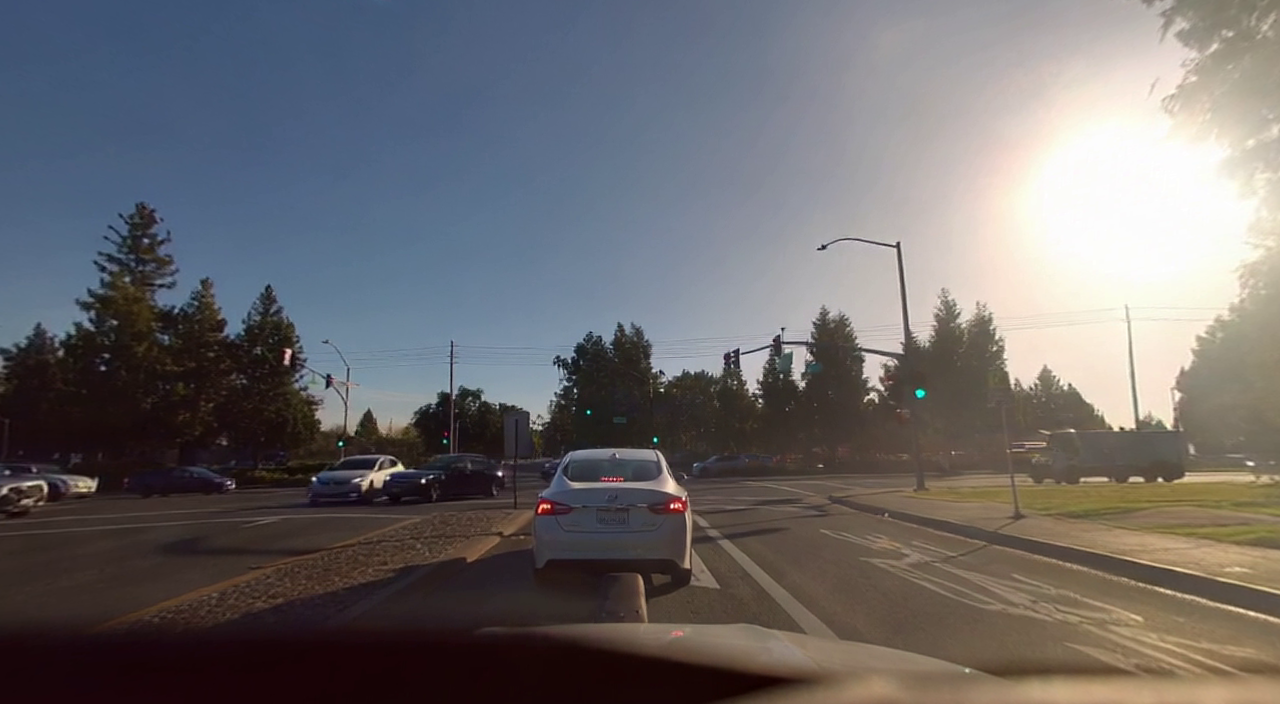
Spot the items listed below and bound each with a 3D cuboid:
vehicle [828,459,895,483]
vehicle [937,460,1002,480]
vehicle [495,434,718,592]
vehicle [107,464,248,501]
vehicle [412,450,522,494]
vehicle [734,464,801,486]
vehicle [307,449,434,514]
[{"bbox_3d":[16.459,8.804,47.059,4.337,1.637,1.860,2,-9,-16],"label":"vehicle"},{"bbox_3d":[25.928,9.282,49.762,4.358,1.471,1.875,2,-9,-16],"label":"vehicle"},{"bbox_3d":[-0.359,1.858,8.203,2.112,1.479,4.264,0,-9,-1],"label":"vehicle"},{"bbox_3d":[-20.086,5.683,27.660,4.548,1.449,1.802,2,-9,-13],"label":"vehicle"},{"bbox_3d":[-8.830,6.007,32.141,5.500,2.012,2.201,-5,-10,32],"label":"vehicle"},{"bbox_3d":[9.039,8.740,45.037,4.254,1.359,1.895,2,-9,-16],"label":"vehicle"},{"bbox_3d":[-7.377,3.545,17.899,2.078,1.534,4.646,1,-9,-8],"label":"vehicle"}]
